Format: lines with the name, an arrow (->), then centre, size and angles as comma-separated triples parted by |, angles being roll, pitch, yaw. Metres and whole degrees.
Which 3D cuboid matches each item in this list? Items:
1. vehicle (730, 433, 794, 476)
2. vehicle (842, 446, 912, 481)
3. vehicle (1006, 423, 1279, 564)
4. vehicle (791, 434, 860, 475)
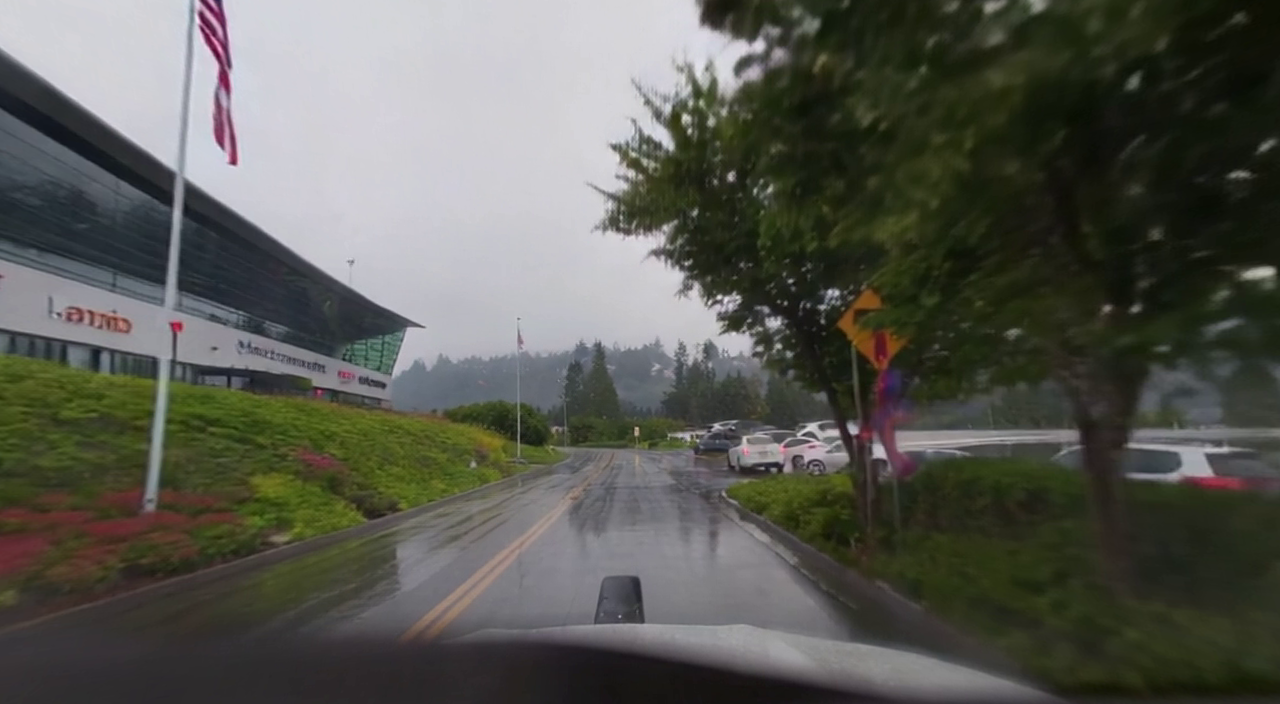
vehicle -> 5.698, 4.847, 29.872 | 1.977, 1.860, 4.237 | 0, -9, -2
vehicle -> 10.992, 5.159, 29.445 | 1.819, 1.494, 3.834 | -1, -9, 1
vehicle -> 9.182, 2.333, 11.194 | 2.113, 1.945, 4.546 | 1, -9, -8
vehicle -> 8.482, 4.716, 29.179 | 1.924, 1.713, 4.627 | -1, -9, 2
